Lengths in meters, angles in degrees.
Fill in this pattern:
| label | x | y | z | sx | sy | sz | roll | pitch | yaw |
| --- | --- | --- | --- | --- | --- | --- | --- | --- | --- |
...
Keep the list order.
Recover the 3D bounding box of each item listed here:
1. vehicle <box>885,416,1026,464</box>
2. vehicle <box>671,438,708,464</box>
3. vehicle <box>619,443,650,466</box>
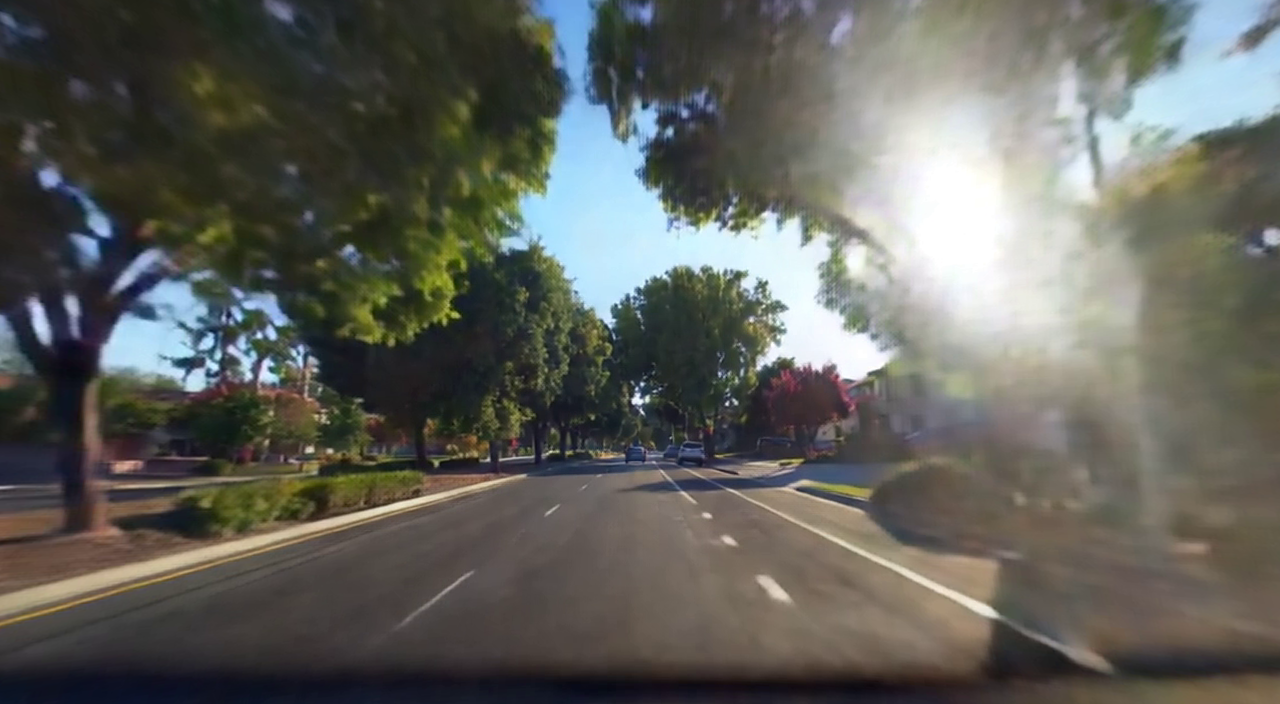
| label | x | y | z | sx | sy | sz | roll | pitch | yaw |
| --- | --- | --- | --- | --- | --- | --- | --- | --- | --- |
| vehicle | 13.099 | 3.707 | 26.321 | 4.739 | 1.918 | 2.071 | -1 | -8 | 3 |
| vehicle | 3.764 | 7.612 | 48.438 | 2.203 | 1.828 | 5.336 | 0 | -8 | -2 |
| vehicle | -0.369 | 7.096 | 43.668 | 2.054 | 1.456 | 4.003 | 0 | -8 | -1 |
